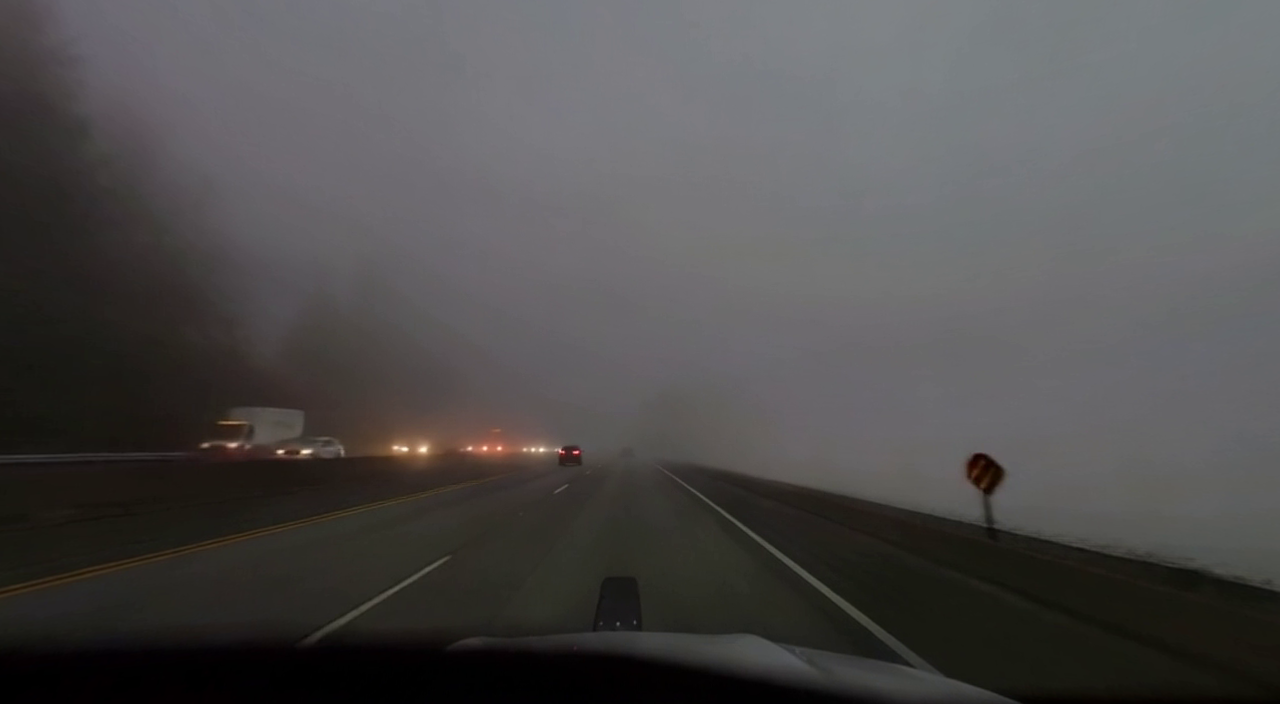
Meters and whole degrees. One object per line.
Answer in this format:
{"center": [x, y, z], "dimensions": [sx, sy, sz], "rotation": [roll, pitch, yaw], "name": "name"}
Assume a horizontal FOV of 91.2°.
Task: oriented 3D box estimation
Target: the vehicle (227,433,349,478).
{"center": [-13.193, 3.905, 23.902], "dimensions": [2.021, 1.520, 4.580], "rotation": [0, -9, 0], "name": "vehicle"}

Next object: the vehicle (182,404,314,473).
{"center": [-18.074, 4.088, 29.447], "dimensions": [2.305, 2.886, 6.006], "rotation": [0, -9, -1], "name": "vehicle"}

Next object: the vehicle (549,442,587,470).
{"center": [-4.601, 6.712, 40.598], "dimensions": [2.098, 1.692, 4.038], "rotation": [0, -9, -1], "name": "vehicle"}

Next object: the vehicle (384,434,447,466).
{"center": [-13.349, 5.891, 37.581], "dimensions": [2.025, 1.744, 4.877], "rotation": [0, -9, -1], "name": "vehicle"}
